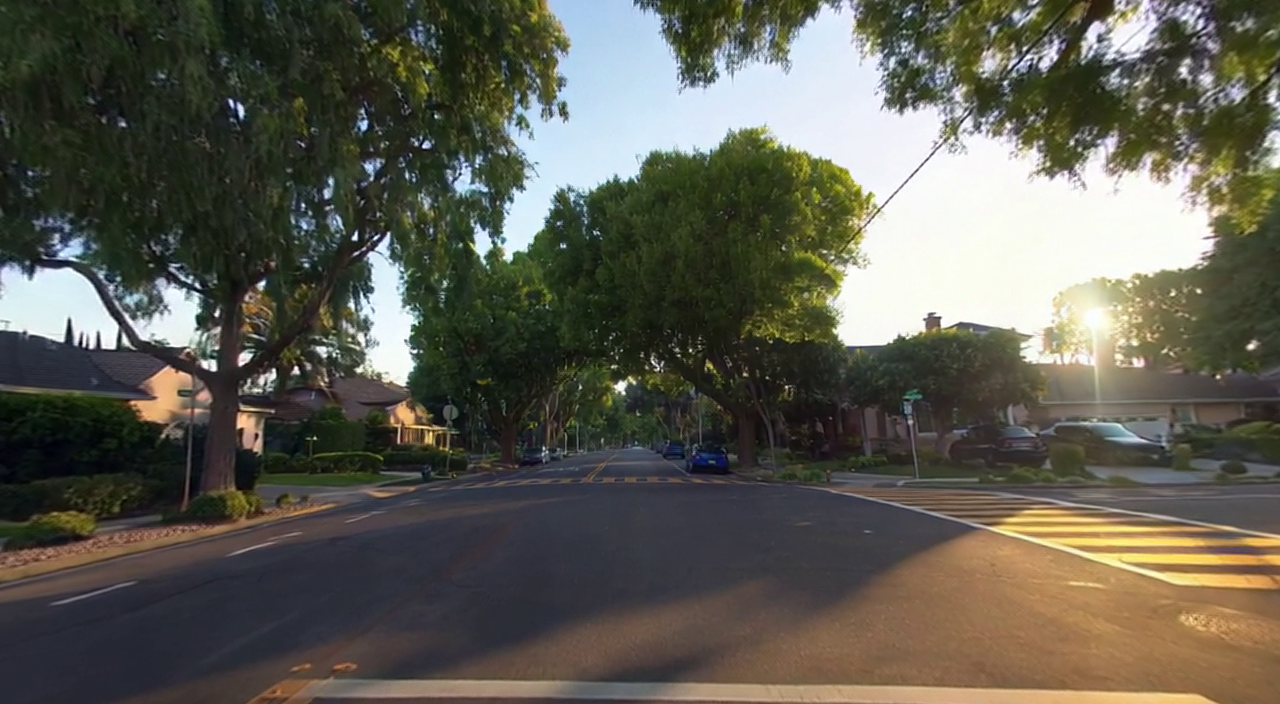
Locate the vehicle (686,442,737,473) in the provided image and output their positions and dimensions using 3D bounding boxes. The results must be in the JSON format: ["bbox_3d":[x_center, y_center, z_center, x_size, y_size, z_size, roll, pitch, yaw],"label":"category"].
[{"bbox_3d":[3.605,5.413,32.694,1.961,1.472,4.434,0,-9,-2],"label":"vehicle"}]
